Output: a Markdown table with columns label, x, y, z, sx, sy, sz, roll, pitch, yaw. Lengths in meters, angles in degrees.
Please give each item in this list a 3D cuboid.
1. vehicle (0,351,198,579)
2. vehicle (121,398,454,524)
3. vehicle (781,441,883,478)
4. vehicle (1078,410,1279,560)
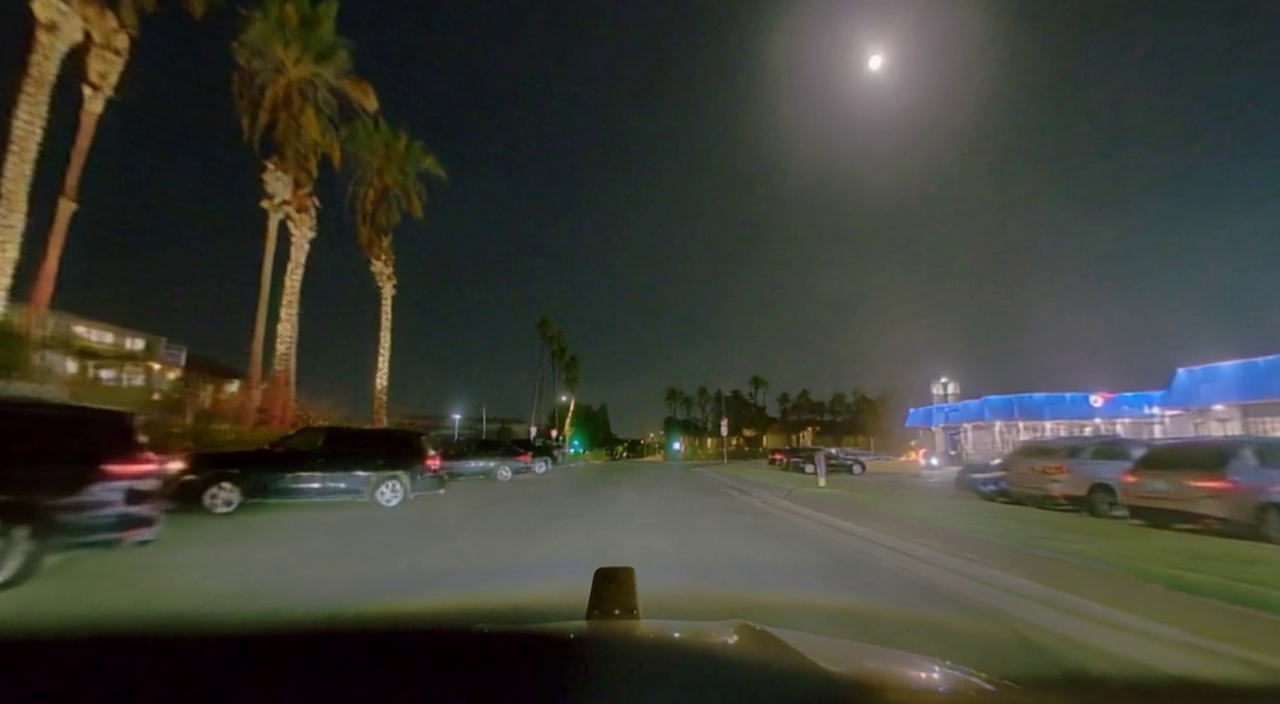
| label | x | y | z | sx | sy | sz | roll | pitch | yaw |
| --- | --- | --- | --- | --- | --- | --- | --- | --- | --- |
| vehicle | -6.521 | 0.973 | 5.387 | 4.302 | 1.804 | 2.060 | 5 | -12 | -32 |
| vehicle | -6.063 | 1.914 | 11.363 | 4.763 | 1.801 | 2.013 | 6 | -11 | -34 |
| vehicle | 9.686 | 5.448 | 31.898 | 4.758 | 1.759 | 2.068 | 5 | -12 | -27 |
| vehicle | 9.540 | 1.950 | 9.865 | 4.916 | 1.814 | 2.232 | 4 | -10 | -27 |
